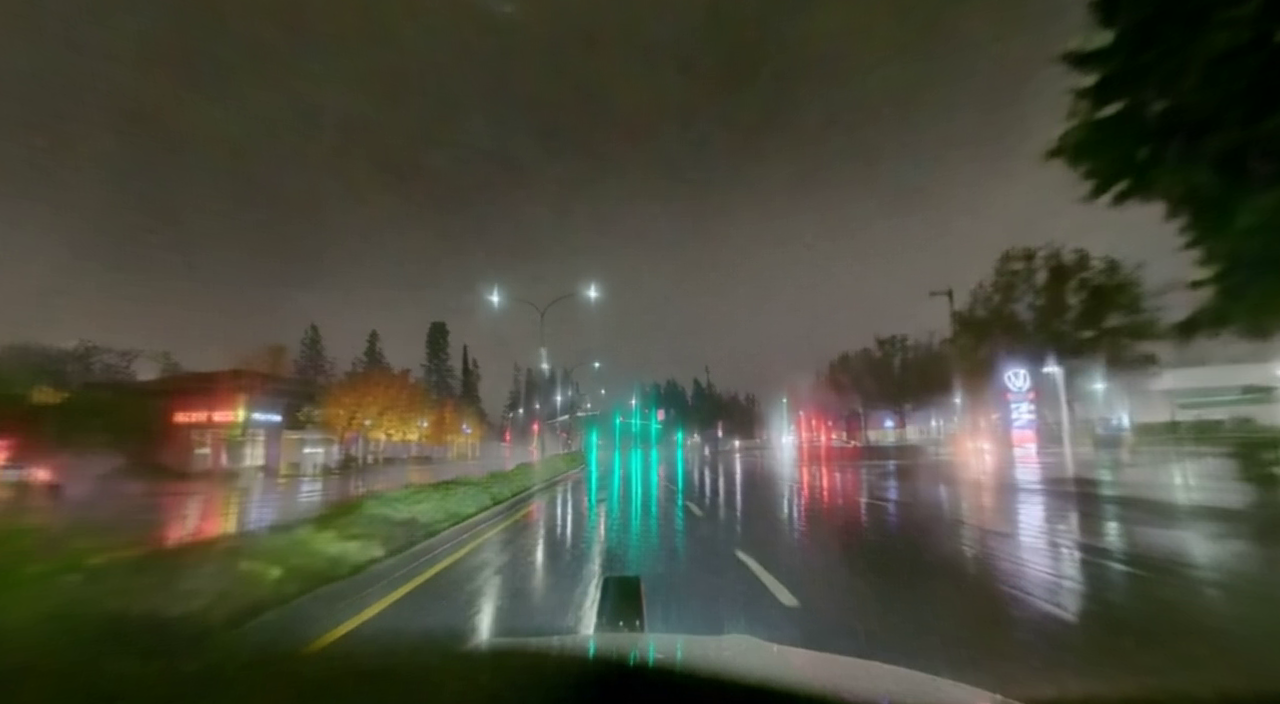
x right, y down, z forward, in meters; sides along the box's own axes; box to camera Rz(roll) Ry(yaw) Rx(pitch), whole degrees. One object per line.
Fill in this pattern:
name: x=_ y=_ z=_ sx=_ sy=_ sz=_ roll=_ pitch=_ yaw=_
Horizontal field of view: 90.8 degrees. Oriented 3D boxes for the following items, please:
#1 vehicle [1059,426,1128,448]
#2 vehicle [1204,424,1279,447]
vehicle: x=35.066 y=6.642 z=49.024 sx=1.886 sy=1.548 sz=4.605 roll=0 pitch=-9 yaw=-1
vehicle: x=40.927 y=5.634 z=42.316 sx=1.816 sy=1.472 sz=4.822 roll=0 pitch=-9 yaw=0
